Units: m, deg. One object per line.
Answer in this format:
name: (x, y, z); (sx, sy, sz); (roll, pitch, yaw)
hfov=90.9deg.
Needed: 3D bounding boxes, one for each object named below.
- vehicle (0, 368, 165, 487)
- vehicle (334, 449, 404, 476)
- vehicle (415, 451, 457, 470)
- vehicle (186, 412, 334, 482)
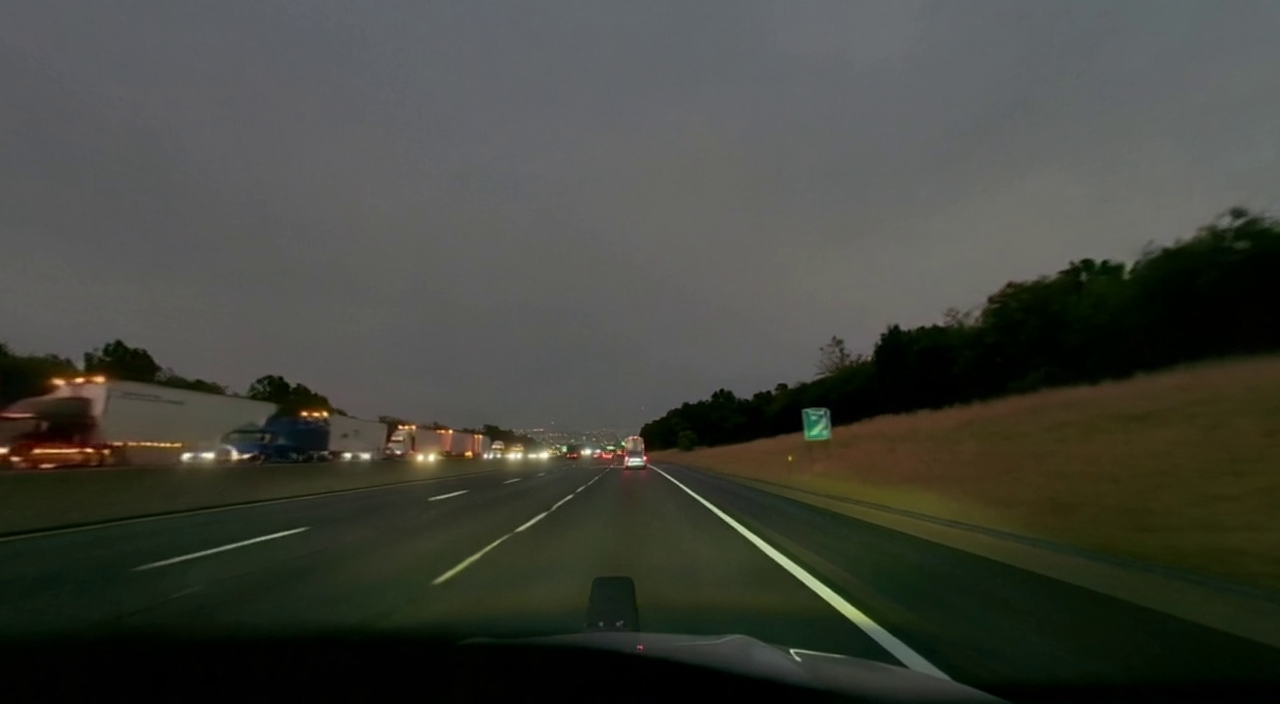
vehicle: (-23.190, 3.109, 24.870); (2.949, 3.989, 7.478); (0, -9, -1)
vehicle: (-15.257, 6.245, 35.785); (1.863, 1.438, 4.669); (0, -9, 0)
vehicle: (-16.016, 8.506, 49.612); (1.884, 1.436, 4.220); (0, -9, 0)
vehicle: (-14.900, 3.822, 25.281); (2.382, 2.437, 5.706); (0, -9, -1)
